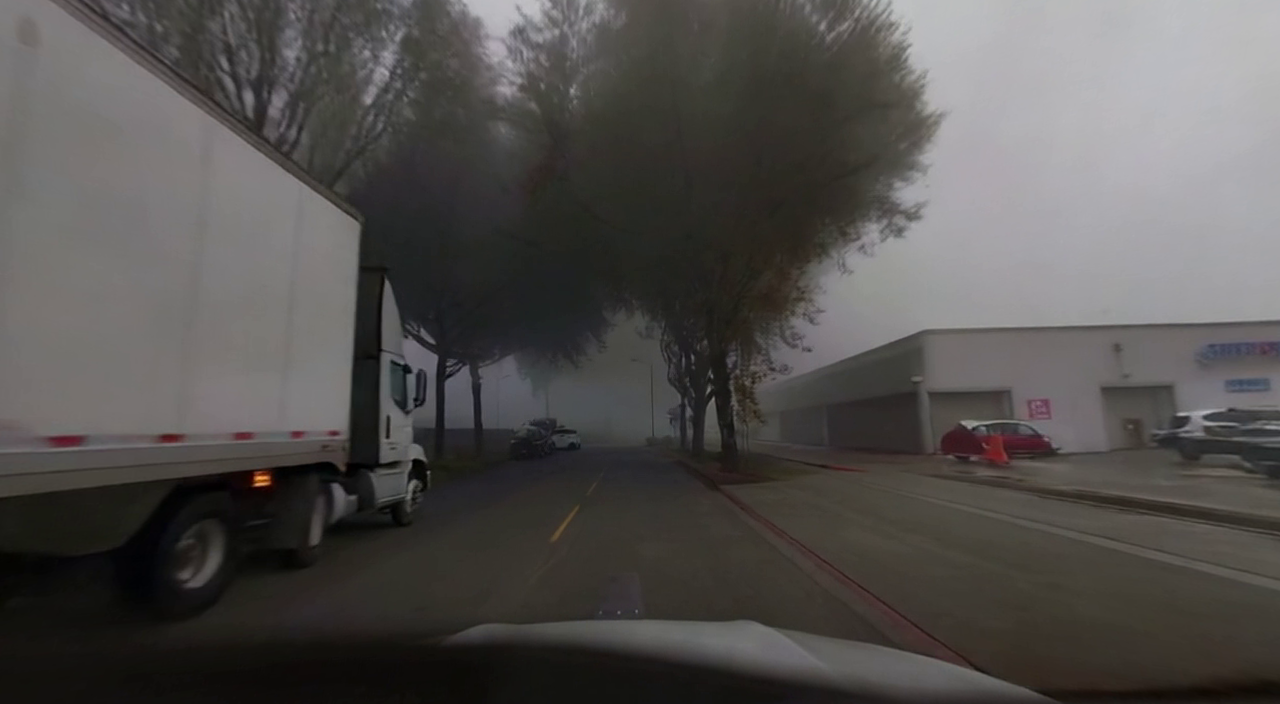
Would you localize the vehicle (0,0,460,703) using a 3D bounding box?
[{"bbox_3d":[-4.772,-0.350,3.677,2.976,4.754,15.127,-1,-7,0],"label":"vehicle"}]

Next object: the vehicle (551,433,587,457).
[{"bbox_3d":[-5.170,6.844,46.445,2.079,1.664,4.370,0,-8,1],"label":"vehicle"}]
